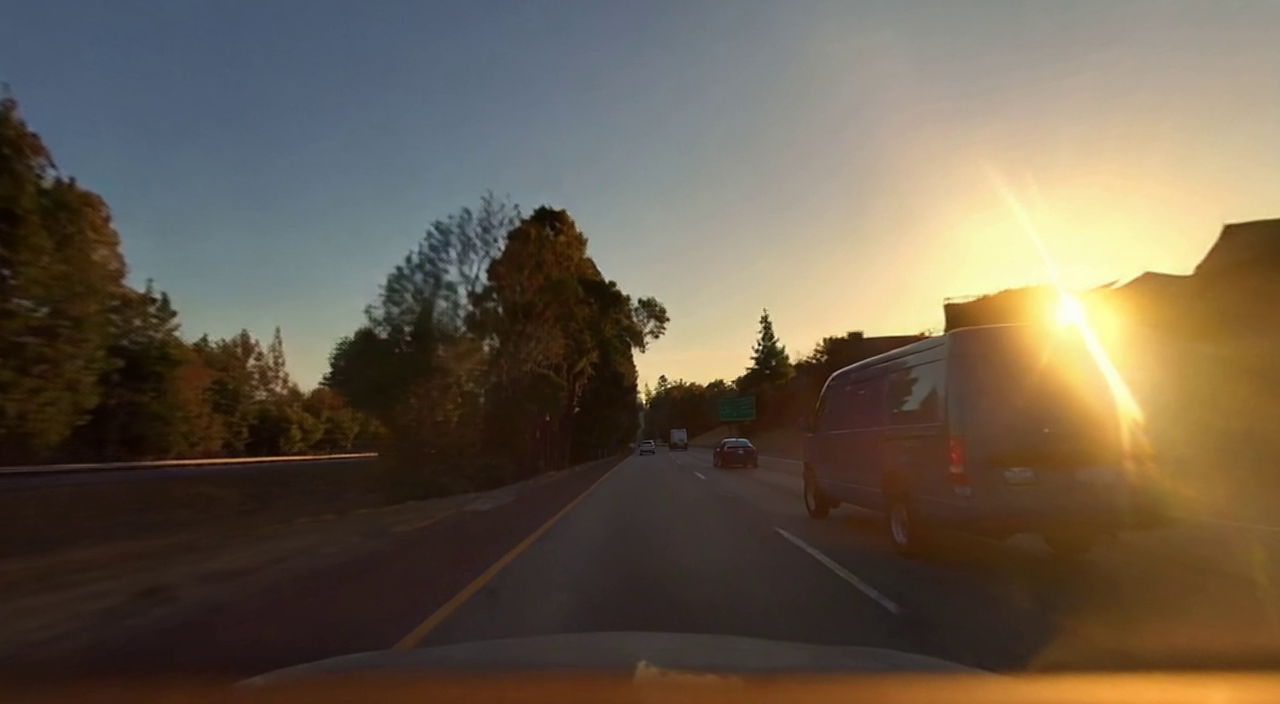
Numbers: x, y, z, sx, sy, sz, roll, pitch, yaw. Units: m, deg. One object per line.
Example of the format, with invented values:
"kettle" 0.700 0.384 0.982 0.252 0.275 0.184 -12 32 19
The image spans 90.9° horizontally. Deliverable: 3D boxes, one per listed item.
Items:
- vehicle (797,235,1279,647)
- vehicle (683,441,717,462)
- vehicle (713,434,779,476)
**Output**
"vehicle" 3.653 0.948 7.057 2.302 2.670 5.912 0 -8 1
"vehicle" 4.374 7.311 46.363 2.050 1.448 4.123 0 -8 -1
"vehicle" 4.470 4.405 27.218 2.034 1.651 4.342 0 -8 0
